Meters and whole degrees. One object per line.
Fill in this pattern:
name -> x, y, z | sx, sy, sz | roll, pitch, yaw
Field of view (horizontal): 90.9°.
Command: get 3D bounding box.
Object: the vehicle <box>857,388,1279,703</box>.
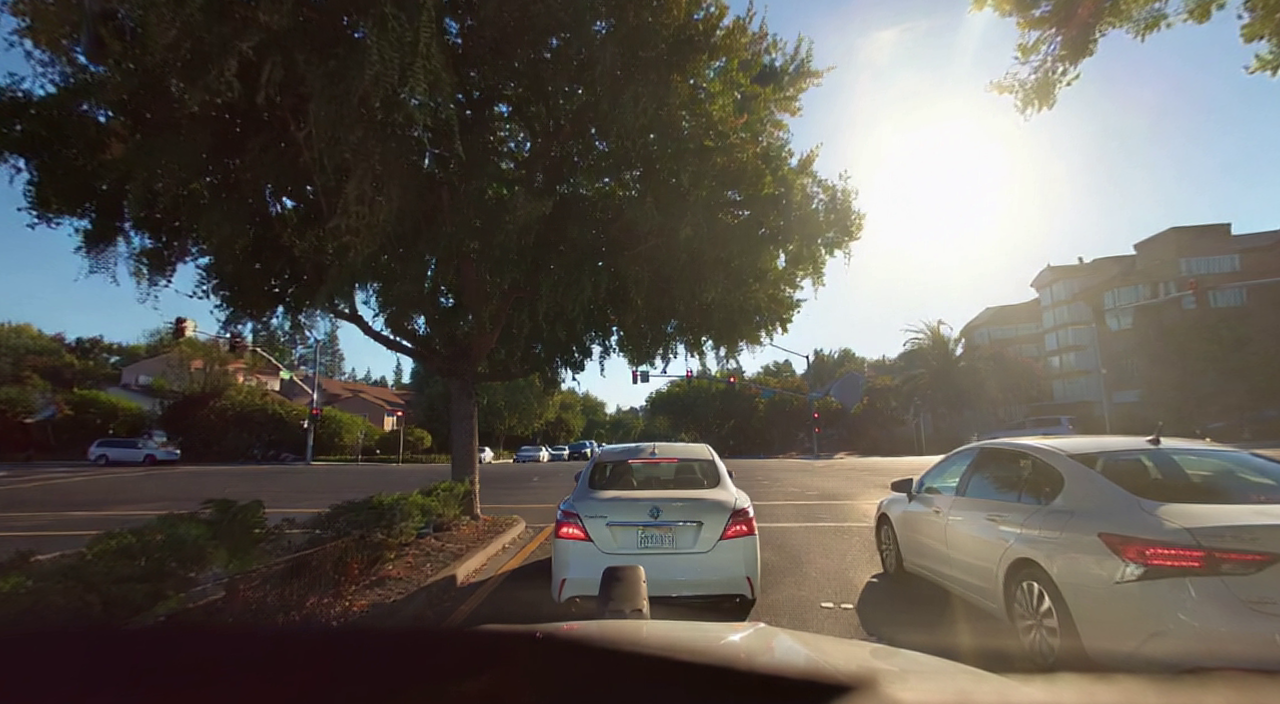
vehicle -> 3.170, 1.123, 3.893 | 1.931, 1.493, 4.555 | 0, -8, -1

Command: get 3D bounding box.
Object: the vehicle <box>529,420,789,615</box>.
vehicle -> 0.104, 1.565, 6.880 | 2.017, 1.485, 3.813 | 0, -8, -1

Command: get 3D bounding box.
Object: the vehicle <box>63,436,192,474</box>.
vehicle -> -24.267, 4.869, 29.989 | 4.450, 1.684, 1.894 | 0, -8, 0
